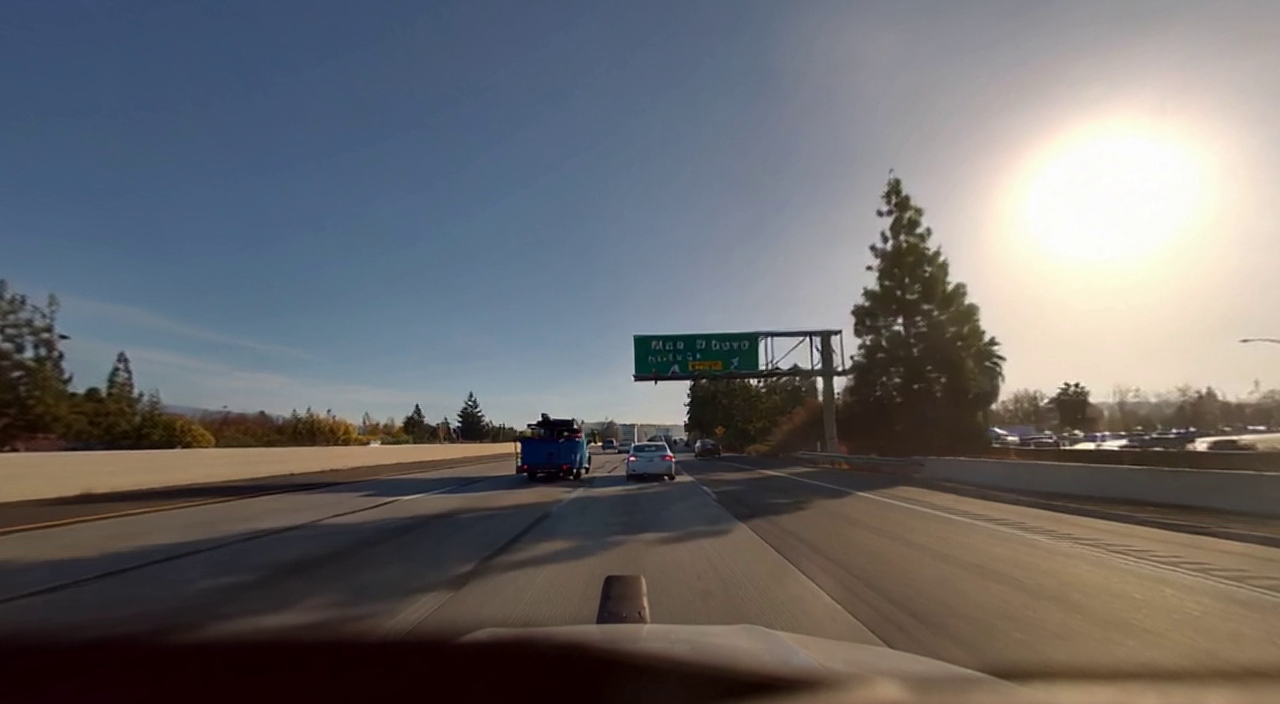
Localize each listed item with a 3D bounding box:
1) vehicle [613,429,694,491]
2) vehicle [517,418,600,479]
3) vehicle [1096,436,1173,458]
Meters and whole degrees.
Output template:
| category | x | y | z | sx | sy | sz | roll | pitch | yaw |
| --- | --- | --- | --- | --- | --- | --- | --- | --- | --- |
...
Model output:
| category | x | y | z | sx | sy | sz | roll | pitch | yaw |
| --- | --- | --- | --- | --- | --- | --- | --- | --- | --- |
| vehicle | 0.381 | 3.230 | 19.186 | 2.165 | 1.653 | 4.456 | 0 | -8 | 0 |
| vehicle | -3.094 | 3.860 | 25.268 | 2.526 | 2.146 | 5.594 | 0 | -8 | 0 |
| vehicle | 38.194 | 7.335 | 48.619 | 1.919 | 1.563 | 4.399 | 2 | -8 | -11 |
